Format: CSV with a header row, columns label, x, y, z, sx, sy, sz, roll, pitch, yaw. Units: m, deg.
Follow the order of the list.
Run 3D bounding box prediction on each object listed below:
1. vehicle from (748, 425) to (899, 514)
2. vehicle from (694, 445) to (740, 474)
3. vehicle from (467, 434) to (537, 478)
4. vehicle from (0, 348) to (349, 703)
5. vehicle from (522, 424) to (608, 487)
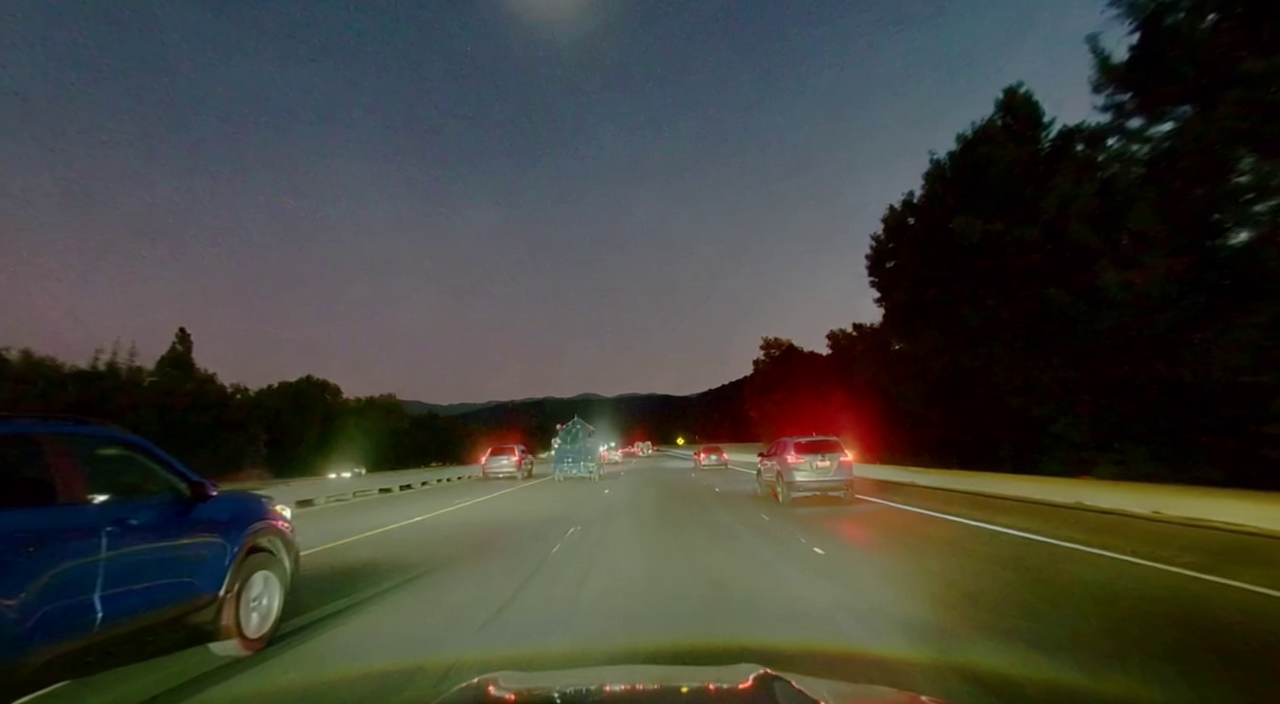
label,x,y,z,sx,sy,sz,roll,pitch,yaw
vehicle,3.918,2.614,14.439,2.066,1.696,4.604,0,-9,0
vehicle,4.494,6.321,37.220,2.071,1.570,4.637,0,-9,-1
vehicle,-6.520,4.973,30.323,2.149,1.922,4.976,0,-9,1
vehicle,-3.728,0.986,3.537,2.080,1.716,4.207,0,-9,1
vehicle,-2.684,3.932,24.134,2.494,2.136,5.539,0,-9,1
